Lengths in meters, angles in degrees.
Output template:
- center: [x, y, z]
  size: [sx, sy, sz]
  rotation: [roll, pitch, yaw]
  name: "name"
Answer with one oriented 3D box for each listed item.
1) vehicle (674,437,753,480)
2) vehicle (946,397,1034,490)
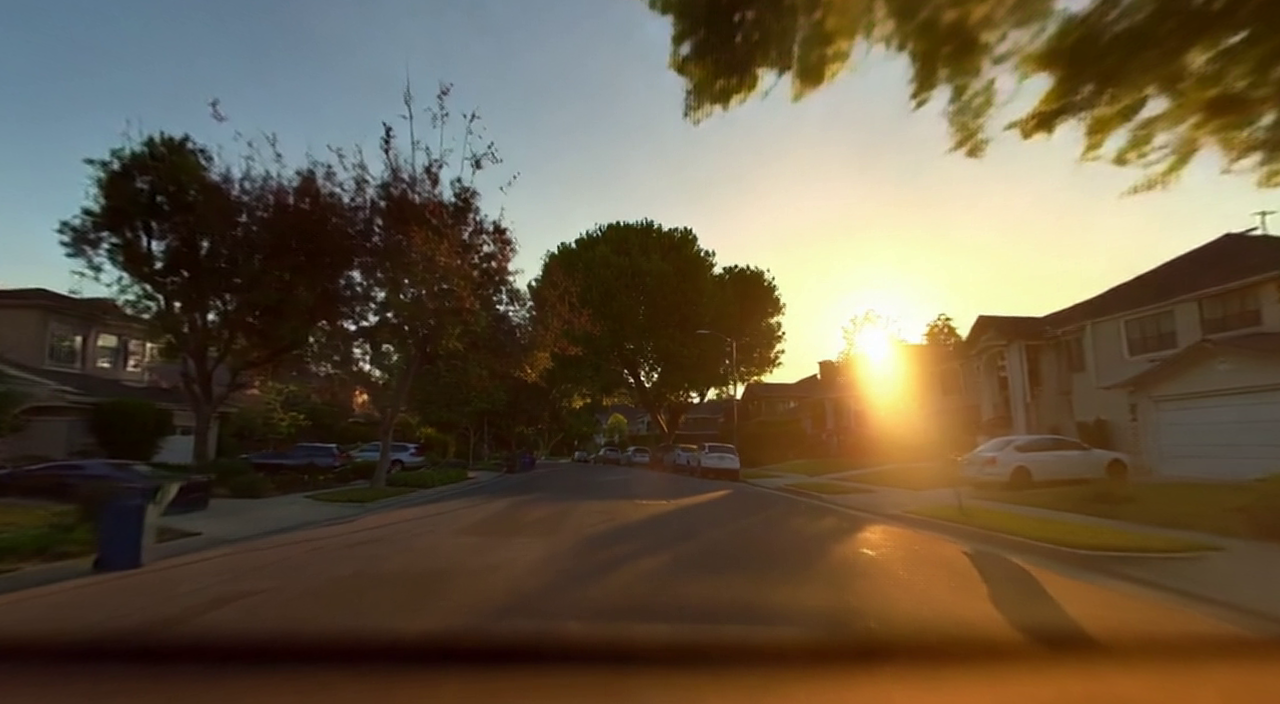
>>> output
- center: [3.559, 5.339, 31.940]
  size: [2.715, 1.900, 6.163]
  rotation: [2, -9, -5]
  name: "vehicle"
- center: [9.678, 2.529, 17.463]
  size: [1.820, 2.366, 1.453]
  rotation: [-6, -11, 35]
  name: "vehicle"
